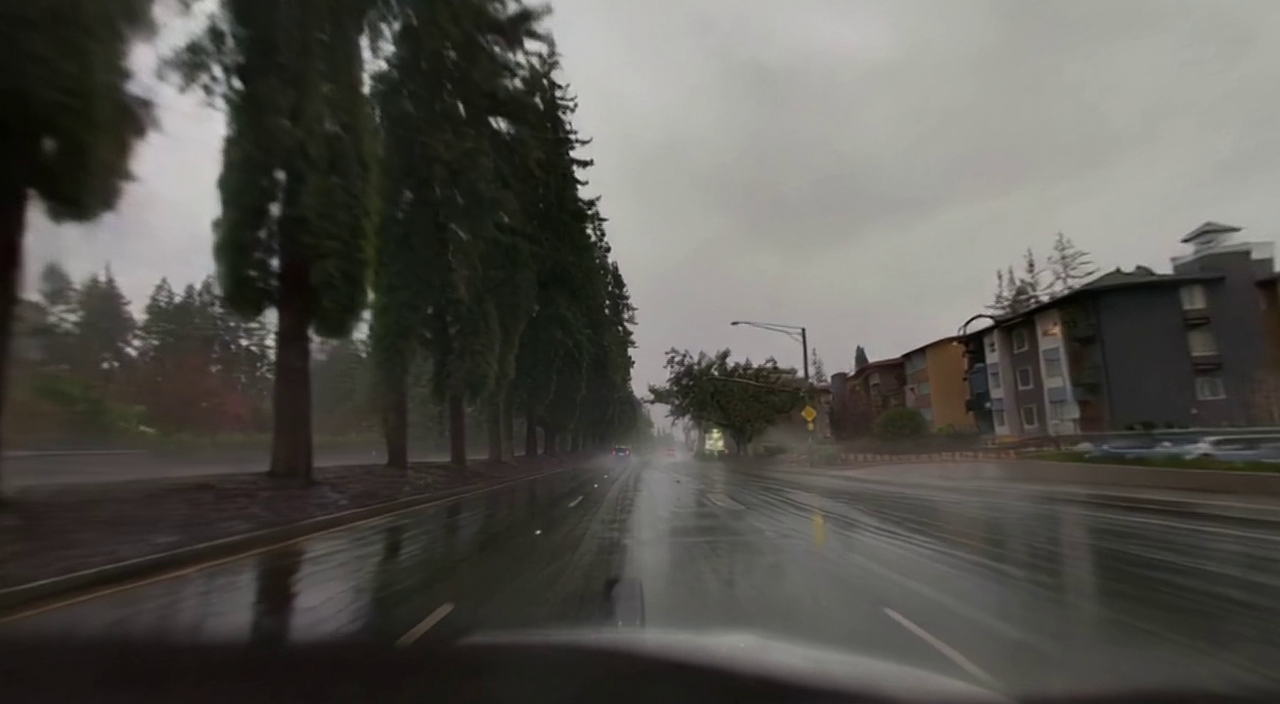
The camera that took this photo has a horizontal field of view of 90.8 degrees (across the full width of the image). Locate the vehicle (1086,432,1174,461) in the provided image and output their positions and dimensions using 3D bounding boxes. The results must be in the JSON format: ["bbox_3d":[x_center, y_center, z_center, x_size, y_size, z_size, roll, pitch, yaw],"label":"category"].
[{"bbox_3d":[30.072,5.819,38.840,3.796,1.461,1.695,-4,-9,6],"label":"vehicle"}]
